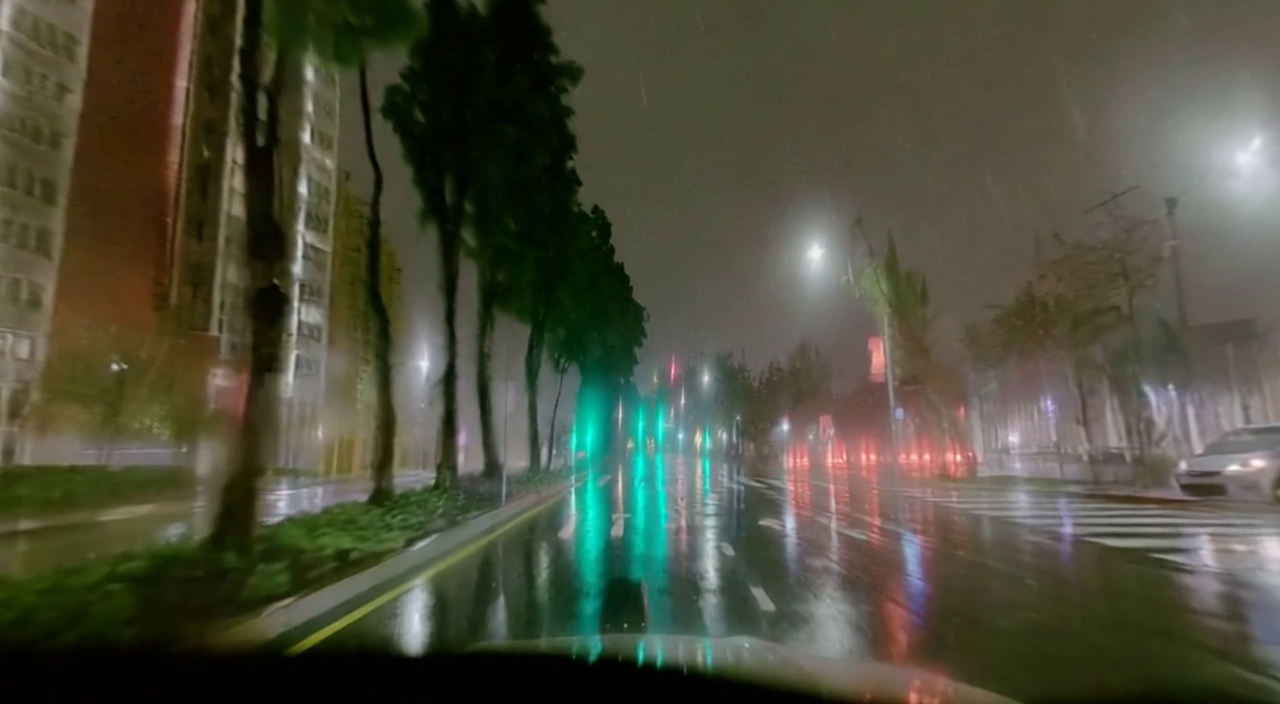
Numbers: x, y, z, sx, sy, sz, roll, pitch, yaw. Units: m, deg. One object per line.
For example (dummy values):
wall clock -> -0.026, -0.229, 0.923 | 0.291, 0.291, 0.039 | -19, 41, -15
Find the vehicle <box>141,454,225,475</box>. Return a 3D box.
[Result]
vehicle -> -33.772, 8.336, 46.652 | 4.739, 1.489, 2.000 | -1, -8, 3

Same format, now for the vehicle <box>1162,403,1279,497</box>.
vehicle -> 17.889, 2.630, 17.397 | 4.826, 2.368, 2.263 | -1, -7, 0
